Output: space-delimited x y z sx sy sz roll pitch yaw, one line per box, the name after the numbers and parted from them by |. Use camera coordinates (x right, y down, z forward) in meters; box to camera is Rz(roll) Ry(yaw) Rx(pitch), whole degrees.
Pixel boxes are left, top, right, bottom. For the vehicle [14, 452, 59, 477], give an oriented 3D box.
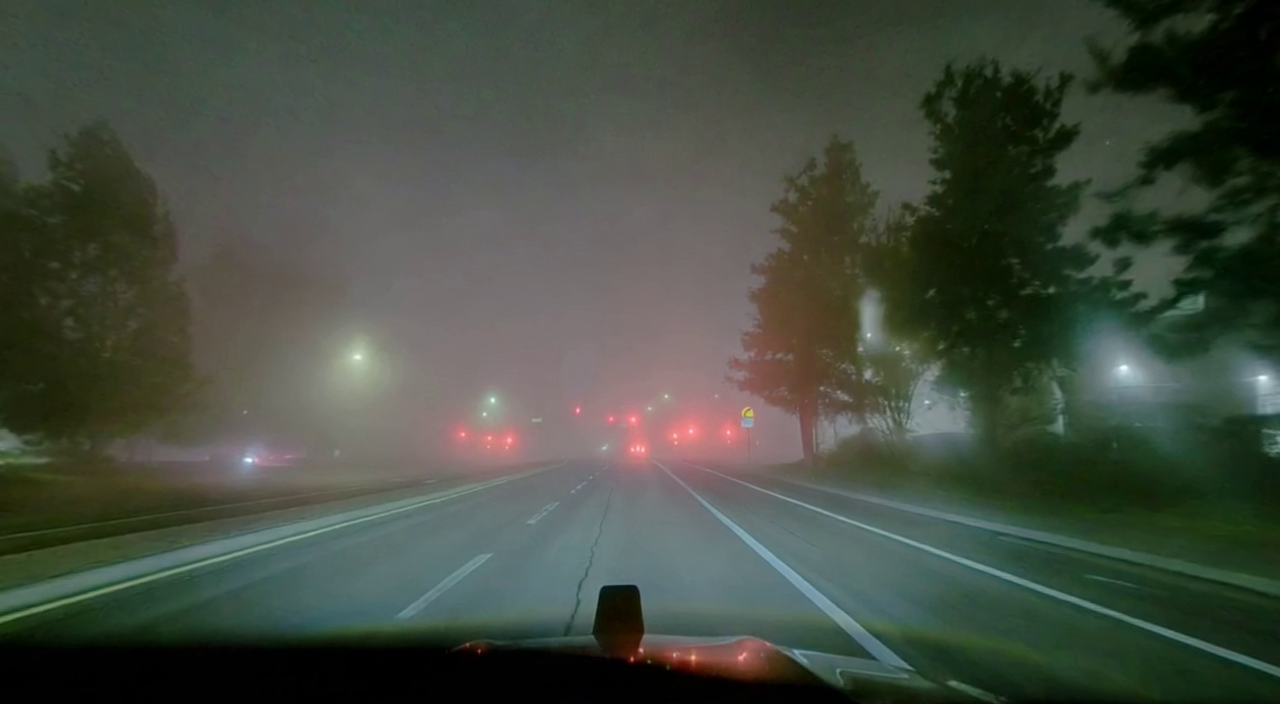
-38.057 7.087 39.898 1.804 1.456 3.750 5 -11 -41 | vehicle
